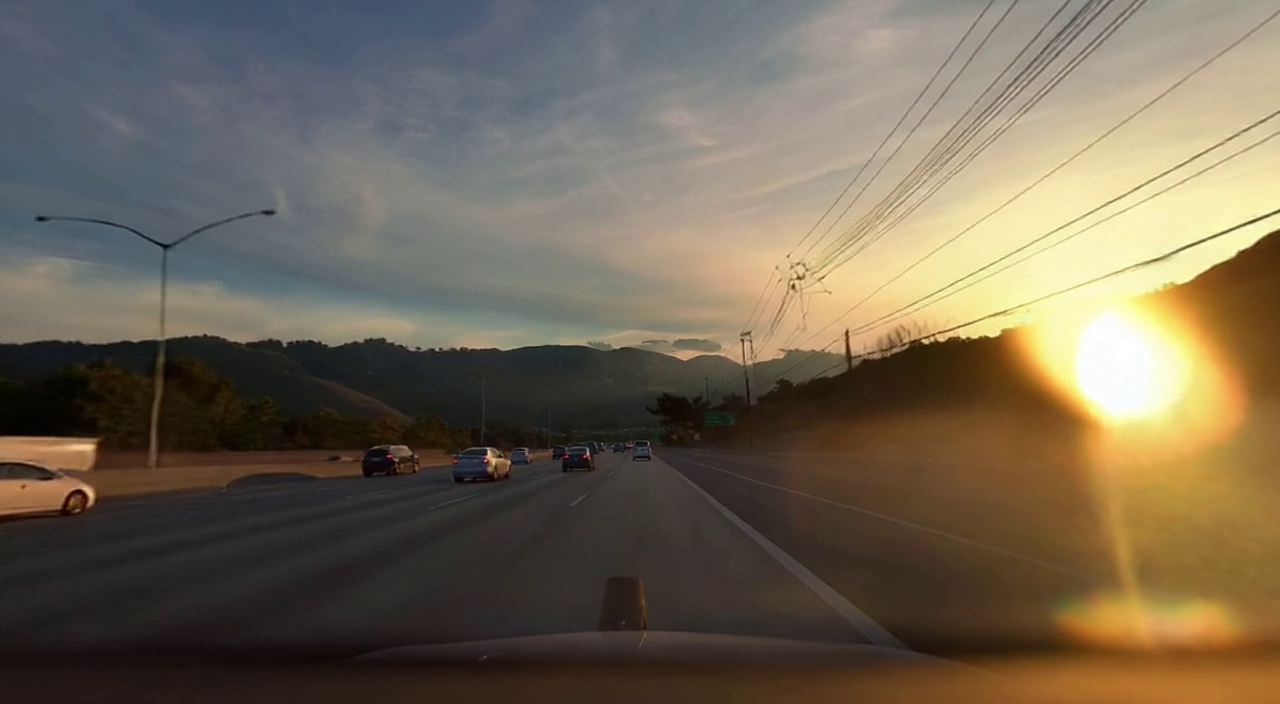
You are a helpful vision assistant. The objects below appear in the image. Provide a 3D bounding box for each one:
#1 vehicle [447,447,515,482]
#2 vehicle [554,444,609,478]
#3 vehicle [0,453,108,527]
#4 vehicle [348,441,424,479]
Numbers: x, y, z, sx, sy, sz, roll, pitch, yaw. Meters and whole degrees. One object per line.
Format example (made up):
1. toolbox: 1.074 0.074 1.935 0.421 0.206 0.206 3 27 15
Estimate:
1. vehicle: -7.088 5.045 28.594 1.899 1.472 4.202 0 -9 1
2. vehicle: -2.631 5.064 29.450 2.064 1.446 4.409 0 -9 1
3. vehicle: -14.107 2.865 13.064 1.885 1.474 4.849 0 -9 1
4. vehicle: -14.336 6.113 35.954 2.172 1.946 5.017 0 -9 1
